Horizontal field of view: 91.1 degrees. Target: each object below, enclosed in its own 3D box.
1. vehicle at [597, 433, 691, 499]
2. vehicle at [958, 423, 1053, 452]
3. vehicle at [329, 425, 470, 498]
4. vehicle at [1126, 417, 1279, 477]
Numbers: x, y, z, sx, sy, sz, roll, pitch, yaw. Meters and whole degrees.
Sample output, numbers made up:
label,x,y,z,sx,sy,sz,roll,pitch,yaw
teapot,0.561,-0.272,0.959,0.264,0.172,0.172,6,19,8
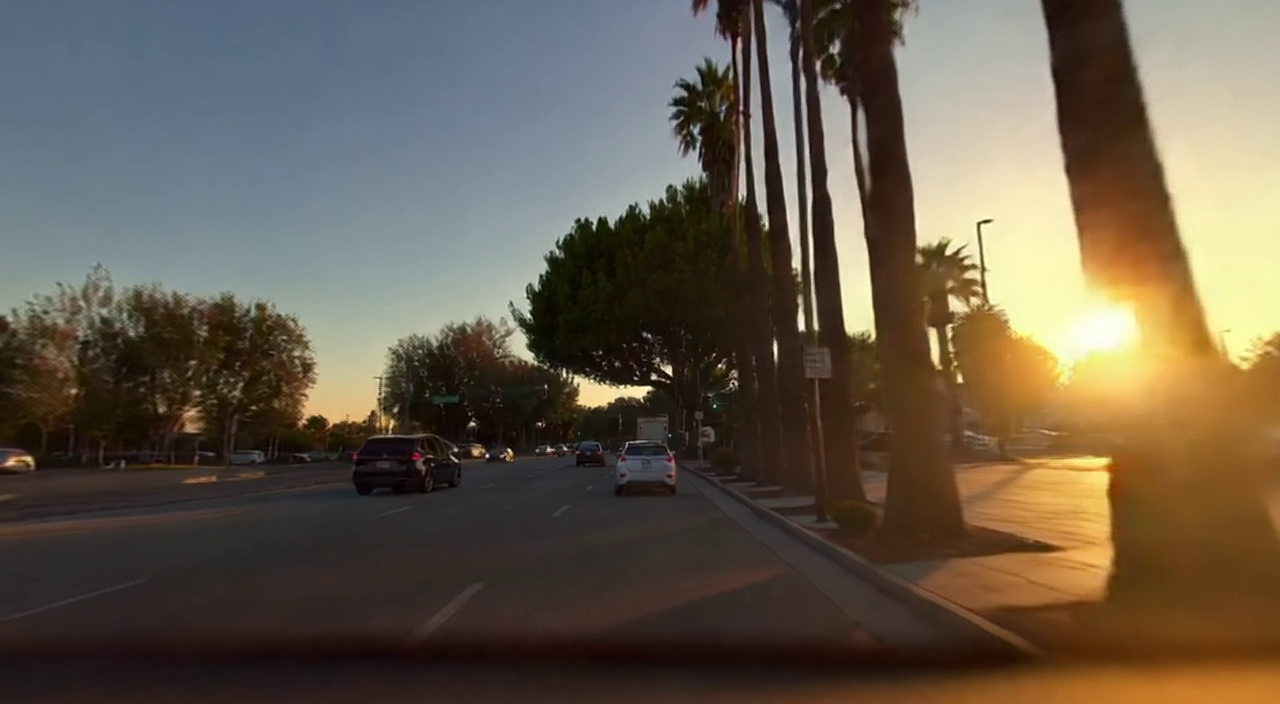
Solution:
label,x,y,z,sx,sy,sz,roll,pitch,yaw
vehicle,0.091,2.937,16.573,2.145,1.483,4.453,0,-8,0
vehicle,26.500,6.194,45.627,5.769,1.925,2.364,1,-7,-13
vehicle,-6.330,2.939,17.207,2.057,1.705,4.394,0,-8,1
vehicle,16.691,2.726,18.113,1.902,1.502,4.395,0,-8,3
